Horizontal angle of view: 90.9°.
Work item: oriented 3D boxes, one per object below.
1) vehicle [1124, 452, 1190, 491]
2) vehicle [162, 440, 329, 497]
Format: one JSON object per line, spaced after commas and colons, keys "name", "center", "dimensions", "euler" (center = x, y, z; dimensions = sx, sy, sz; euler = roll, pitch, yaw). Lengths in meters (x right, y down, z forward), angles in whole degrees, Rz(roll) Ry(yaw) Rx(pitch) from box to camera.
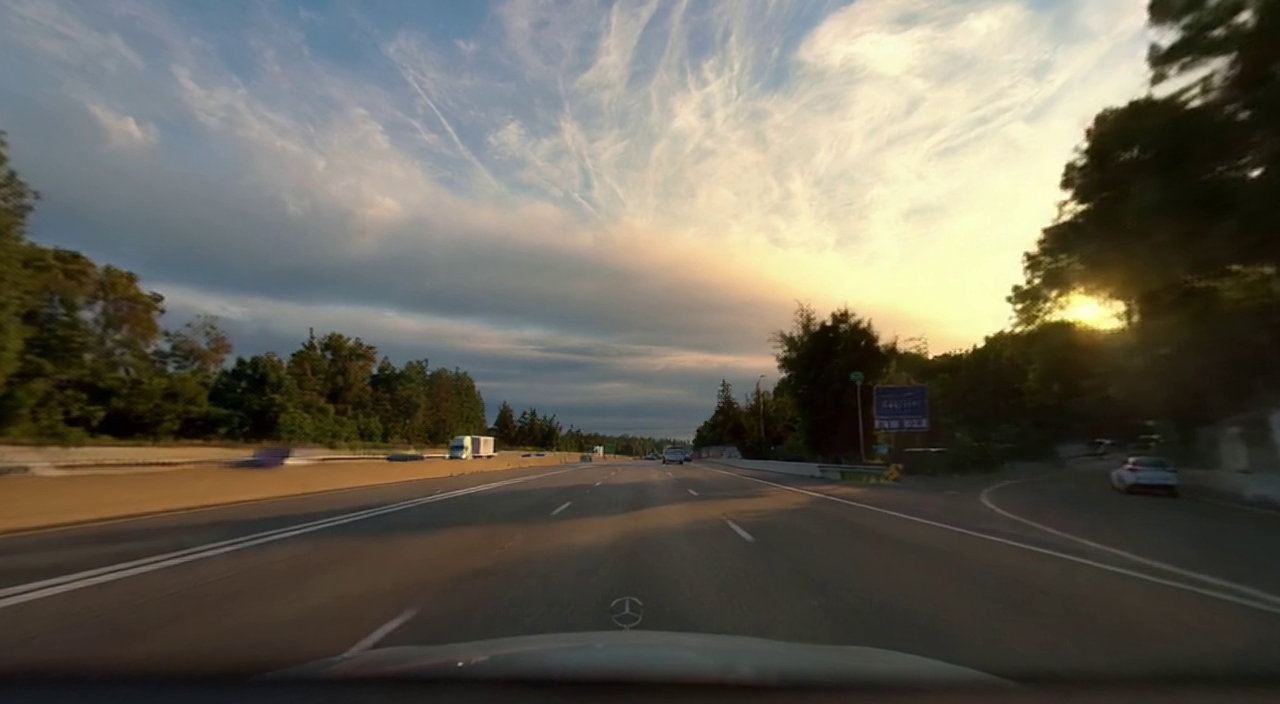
{"name": "vehicle", "center": [22.781, 5.208, 27.758], "dimensions": [2.008, 1.534, 3.912], "euler": [-7, -11, 39]}
{"name": "vehicle", "center": [-12.453, 3.704, 20.443], "dimensions": [2.015, 1.589, 5.138], "euler": [0, -9, 1]}
